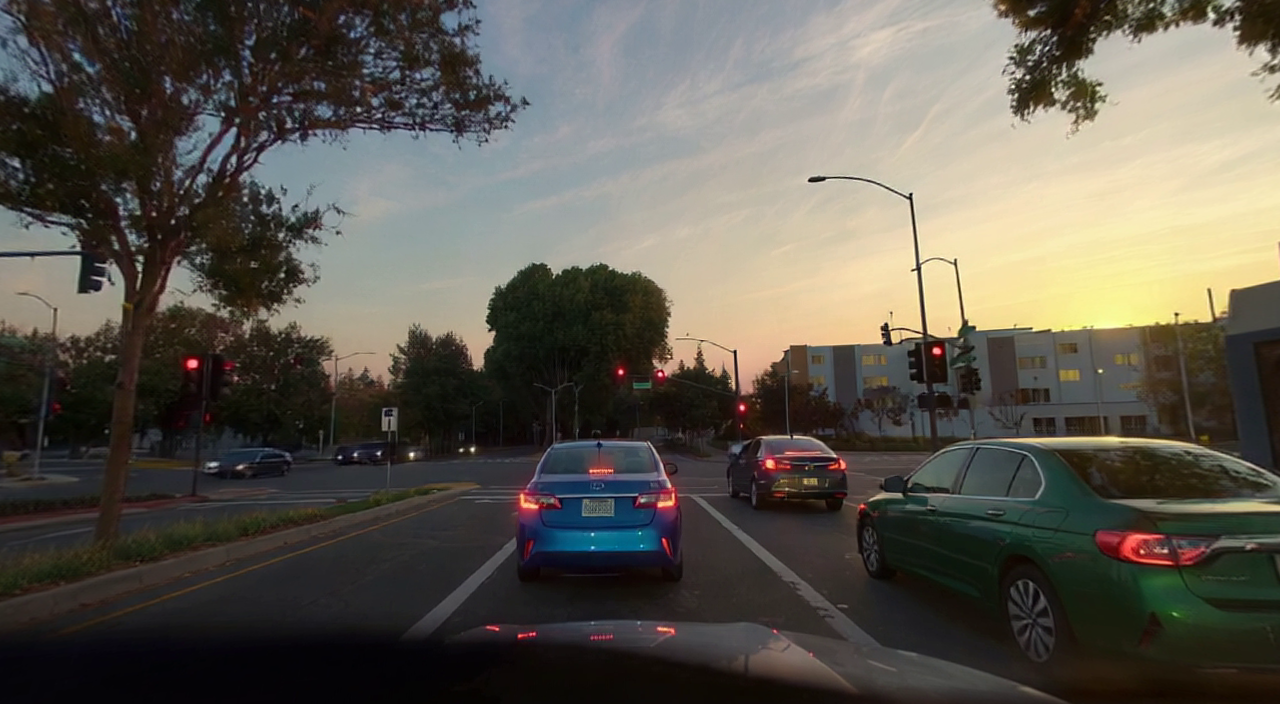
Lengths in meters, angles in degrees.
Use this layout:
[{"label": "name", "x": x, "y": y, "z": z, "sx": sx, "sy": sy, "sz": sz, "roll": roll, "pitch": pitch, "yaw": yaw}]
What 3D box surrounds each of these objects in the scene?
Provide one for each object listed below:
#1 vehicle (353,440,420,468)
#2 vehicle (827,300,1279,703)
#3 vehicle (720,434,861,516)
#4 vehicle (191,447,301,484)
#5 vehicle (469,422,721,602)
[{"label": "vehicle", "x": -17.971, "y": 7.255, "z": 45.166, "sx": 2.308, "sy": 1.903, "sz": 5.813, "roll": 0, "pitch": -8, "yaw": 0}, {"label": "vehicle", "x": 3.575, "y": 1.111, "z": 5.061, "sx": 2.572, "sy": 1.945, "sz": 5.065, "roll": 0, "pitch": -8, "yaw": 0}, {"label": "vehicle", "x": 3.161, "y": 2.674, "z": 14.329, "sx": 2.026, "sy": 1.549, "sz": 4.559, "roll": 0, "pitch": -8, "yaw": -1}, {"label": "vehicle", "x": -18.200, "y": 5.239, "z": 29.526, "sx": 2.130, "sy": 1.550, "sz": 4.618, "roll": 0, "pitch": -8, "yaw": 1}, {"label": "vehicle", "x": -0.407, "y": 1.653, "z": 7.396, "sx": 2.143, "sy": 1.520, "sz": 3.848, "roll": 0, "pitch": -8, "yaw": -1}]
